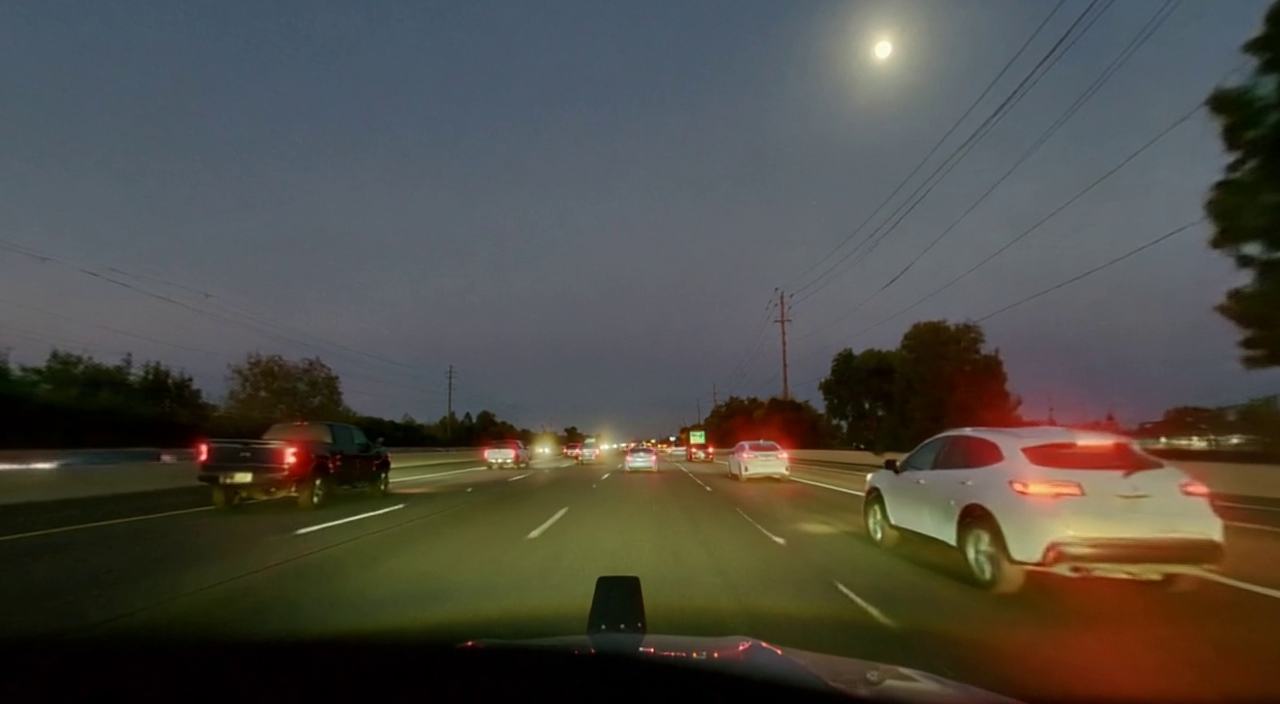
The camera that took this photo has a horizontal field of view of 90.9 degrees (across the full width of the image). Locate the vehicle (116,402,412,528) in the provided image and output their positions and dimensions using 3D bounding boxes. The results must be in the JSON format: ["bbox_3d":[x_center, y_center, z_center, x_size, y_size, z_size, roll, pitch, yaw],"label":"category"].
[{"bbox_3d":[-6.913,2.182,12.752,2.269,1.936,5.777,-1,-8,2],"label":"vehicle"}]

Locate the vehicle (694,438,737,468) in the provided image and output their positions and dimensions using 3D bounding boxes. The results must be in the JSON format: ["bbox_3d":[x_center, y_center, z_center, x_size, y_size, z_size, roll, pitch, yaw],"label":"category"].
[{"bbox_3d":[4.721,6.353,39.939,2.195,1.778,4.455,0,-8,0],"label":"vehicle"}]

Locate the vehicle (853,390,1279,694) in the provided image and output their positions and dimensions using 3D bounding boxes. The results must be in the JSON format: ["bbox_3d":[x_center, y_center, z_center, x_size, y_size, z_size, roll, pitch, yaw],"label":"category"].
[{"bbox_3d":[3.643,1.320,5.546,2.051,1.595,4.301,0,-8,1],"label":"vehicle"}]

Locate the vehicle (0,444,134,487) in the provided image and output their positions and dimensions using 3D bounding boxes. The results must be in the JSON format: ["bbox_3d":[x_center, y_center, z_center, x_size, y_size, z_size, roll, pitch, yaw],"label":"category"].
[{"bbox_3d":[-23.844,4.595,26.027,1.956,1.583,4.753,0,-8,1],"label":"vehicle"}]

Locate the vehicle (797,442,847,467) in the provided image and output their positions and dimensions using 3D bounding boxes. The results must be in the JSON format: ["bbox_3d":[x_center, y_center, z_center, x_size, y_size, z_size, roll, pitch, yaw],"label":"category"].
[{"bbox_3d":[11.625,6.562,40.553,1.816,1.480,4.468,0,-8,0],"label":"vehicle"}]

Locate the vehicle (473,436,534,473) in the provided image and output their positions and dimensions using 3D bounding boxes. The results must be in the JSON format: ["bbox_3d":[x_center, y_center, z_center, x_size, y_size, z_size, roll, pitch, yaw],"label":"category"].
[{"bbox_3d":[-6.653,5.057,31.201,1.978,1.680,4.263,0,-8,1],"label":"vehicle"}]

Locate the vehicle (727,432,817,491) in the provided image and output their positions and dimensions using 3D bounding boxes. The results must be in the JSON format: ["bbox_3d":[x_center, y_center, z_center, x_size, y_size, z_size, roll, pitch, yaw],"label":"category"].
[{"bbox_3d":[4.187,3.531,20.699,2.002,1.691,4.290,0,-8,0],"label":"vehicle"}]

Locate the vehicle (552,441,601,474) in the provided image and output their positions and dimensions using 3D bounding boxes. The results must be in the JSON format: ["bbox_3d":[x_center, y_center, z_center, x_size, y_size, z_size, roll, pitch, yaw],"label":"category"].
[{"bbox_3d":[-3.003,5.123,30.806,1.904,1.479,4.274,0,-8,1],"label":"vehicle"}]

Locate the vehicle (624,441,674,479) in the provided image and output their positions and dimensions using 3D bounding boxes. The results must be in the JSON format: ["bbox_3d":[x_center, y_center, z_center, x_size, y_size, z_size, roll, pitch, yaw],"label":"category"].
[{"bbox_3d":[0.350,4.510,26.542,1.966,1.444,3.986,0,-8,0],"label":"vehicle"}]
